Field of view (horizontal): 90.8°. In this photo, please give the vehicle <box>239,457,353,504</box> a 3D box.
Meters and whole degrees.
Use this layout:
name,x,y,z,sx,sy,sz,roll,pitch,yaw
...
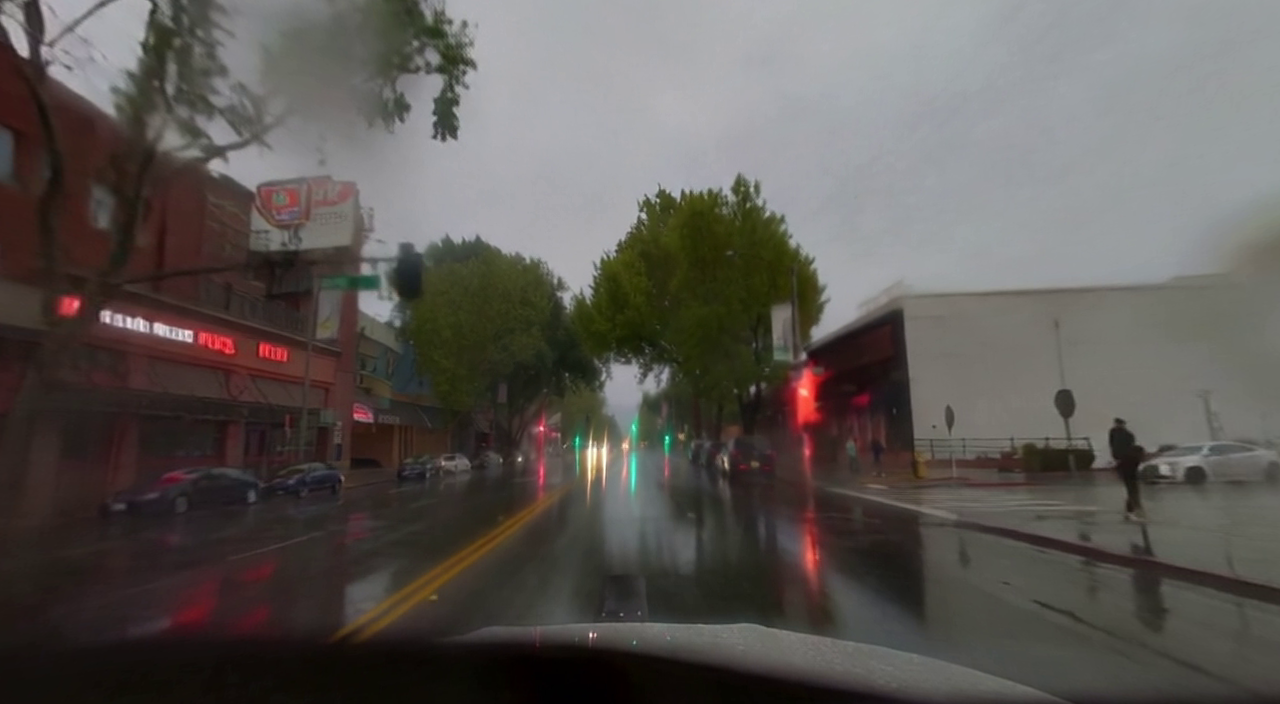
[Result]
name,x,y,z,sx,sy,sz,roll,pitch,yaw
vehicle,-12.462,4.655,23.247,1.842,1.461,4.371,0,-9,-2

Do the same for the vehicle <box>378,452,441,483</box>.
name,x,y,z,sx,sy,sz,roll,pitch,yaw
vehicle,-12.498,6.276,34.494,1.804,1.533,4.121,0,-9,1

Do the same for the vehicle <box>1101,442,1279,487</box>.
name,x,y,z,sx,sy,sz,roll,pitch,yaw
vehicle,19.251,3.898,22.061,4.647,1.476,2.034,0,-9,0

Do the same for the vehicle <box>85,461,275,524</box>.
name,x,y,z,sx,sy,sz,roll,pitch,yaw
vehicle,-12.663,3.860,17.861,1.945,1.451,4.522,0,-9,0

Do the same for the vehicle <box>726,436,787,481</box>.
name,x,y,z,sx,sy,sz,roll,pitch,yaw
vehicle,5.538,5.132,30.636,2.010,1.943,4.319,-2,-9,-1
